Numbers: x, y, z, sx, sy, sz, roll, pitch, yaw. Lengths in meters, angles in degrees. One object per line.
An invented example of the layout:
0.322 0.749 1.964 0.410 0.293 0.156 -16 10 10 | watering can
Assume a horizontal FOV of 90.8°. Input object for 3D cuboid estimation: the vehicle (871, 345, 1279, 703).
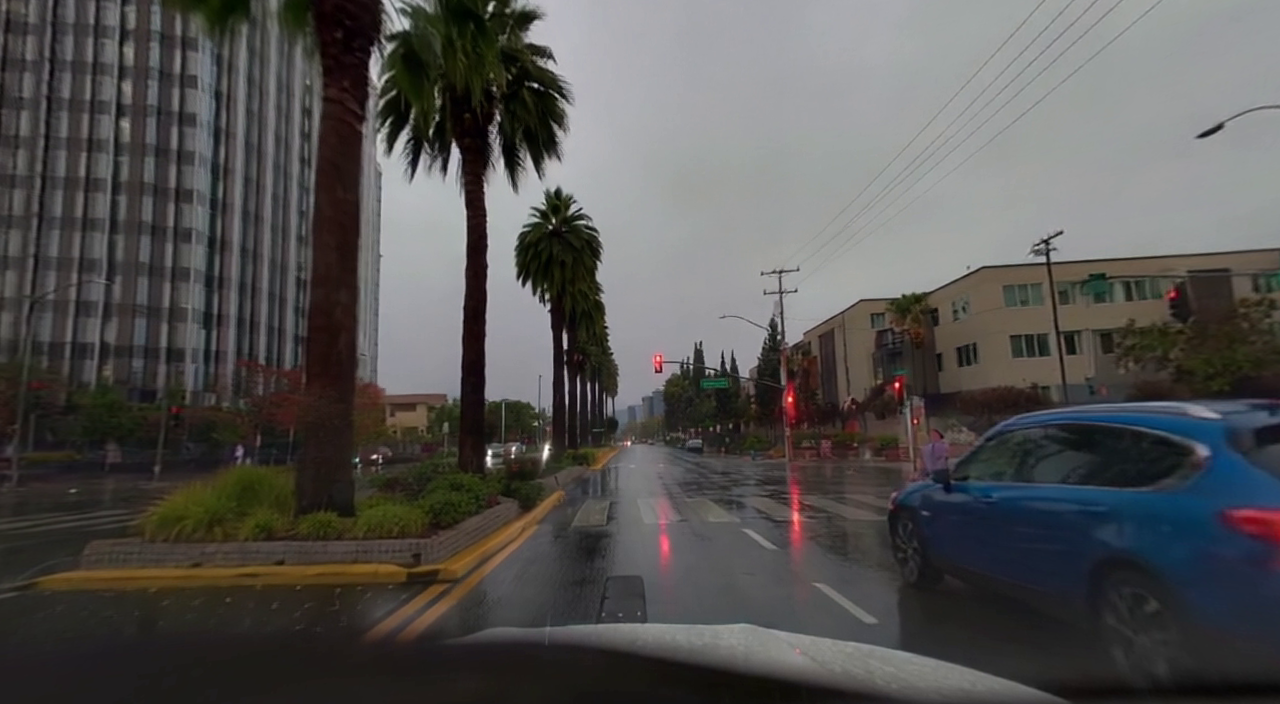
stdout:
3.348 1.060 4.070 2.060 1.631 4.169 0 -9 -1 | vehicle
